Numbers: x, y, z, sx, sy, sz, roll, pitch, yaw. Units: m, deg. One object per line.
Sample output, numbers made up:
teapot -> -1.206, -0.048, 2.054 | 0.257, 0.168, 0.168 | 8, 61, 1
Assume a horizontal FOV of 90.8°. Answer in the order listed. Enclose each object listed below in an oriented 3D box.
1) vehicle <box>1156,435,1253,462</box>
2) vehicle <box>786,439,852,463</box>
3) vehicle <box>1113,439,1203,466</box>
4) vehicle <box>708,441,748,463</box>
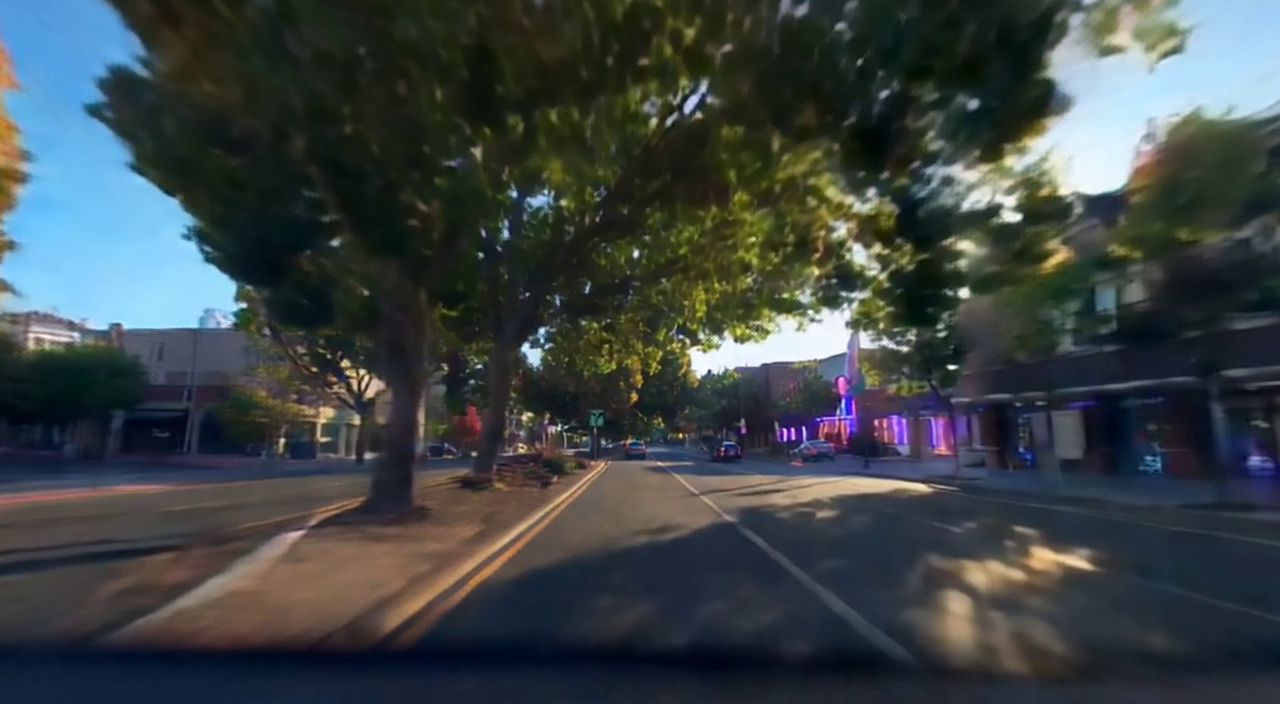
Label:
vehicle -> 34.579, 5.931, 38.894 | 1.924, 1.493, 4.330 | -3, -8, 0
vehicle -> 13.336, 7.406, 47.311 | 4.281, 1.719, 1.983 | 0, -9, -1
vehicle -> 31.699, 6.212, 38.862 | 1.767, 1.549, 4.422 | 1, -10, 0
vehicle -> 6.207, 7.103, 45.176 | 2.024, 1.475, 4.600 | 0, -9, -2
